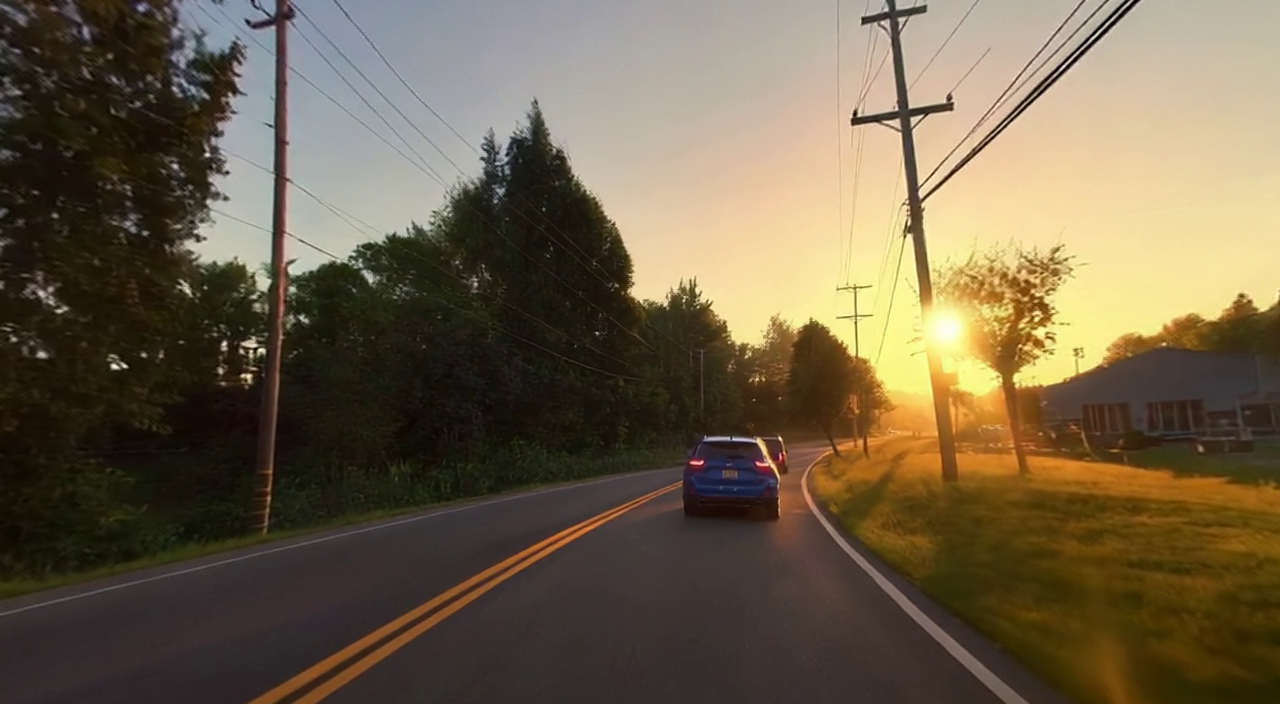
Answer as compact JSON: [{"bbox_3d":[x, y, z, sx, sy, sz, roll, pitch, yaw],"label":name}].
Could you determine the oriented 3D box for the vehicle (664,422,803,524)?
[{"bbox_3d":[1.799,2.217,12.085,2.157,1.565,4.243,-1,-9,9],"label":"vehicle"}]
